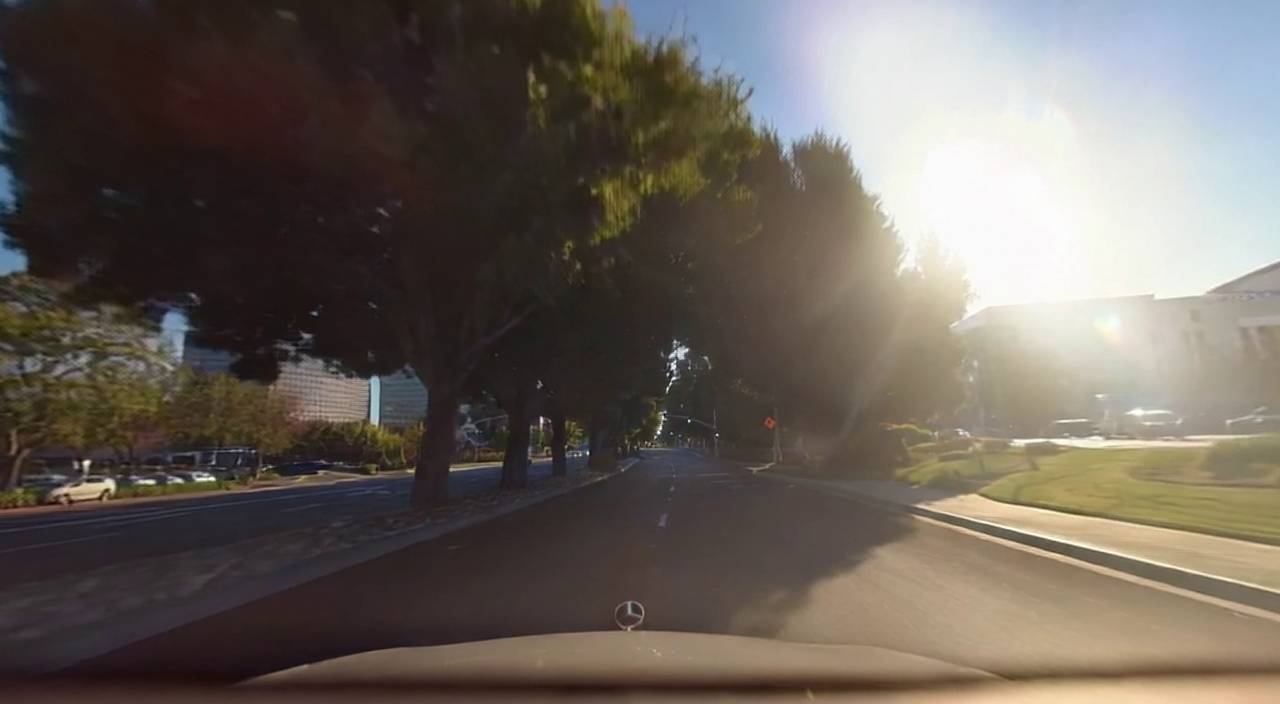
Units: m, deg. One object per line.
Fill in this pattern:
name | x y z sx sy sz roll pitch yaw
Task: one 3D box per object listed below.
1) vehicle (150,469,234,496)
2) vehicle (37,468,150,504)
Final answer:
vehicle | -29.588 8.618 41.796 1.906 1.486 4.617 -1 -9 5
vehicle | -30.245 7.416 35.096 1.851 1.682 4.631 -1 -9 4
